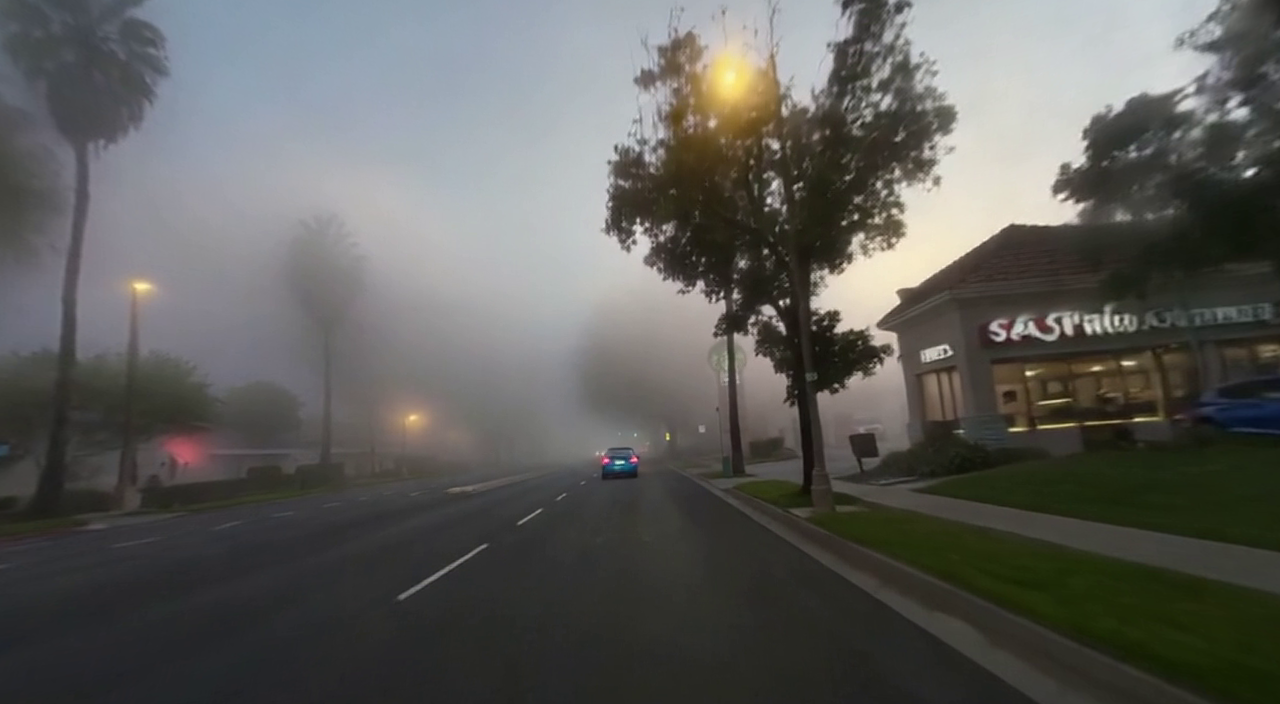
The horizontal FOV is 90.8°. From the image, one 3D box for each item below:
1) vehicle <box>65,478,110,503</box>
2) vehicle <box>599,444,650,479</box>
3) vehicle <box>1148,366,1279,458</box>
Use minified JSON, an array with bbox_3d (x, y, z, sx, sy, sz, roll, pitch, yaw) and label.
[{"bbox_3d":[-43.413,10.864,49.714,2.106,1.639,4.127,6,-10,-35],"label":"vehicle"},{"bbox_3d":[-0.668,4.987,29.191,2.156,1.462,4.495,0,-8,0],"label":"vehicle"},{"bbox_3d":[12.589,1.104,11.607,1.873,1.657,4.557,5,-10,-30],"label":"vehicle"}]
